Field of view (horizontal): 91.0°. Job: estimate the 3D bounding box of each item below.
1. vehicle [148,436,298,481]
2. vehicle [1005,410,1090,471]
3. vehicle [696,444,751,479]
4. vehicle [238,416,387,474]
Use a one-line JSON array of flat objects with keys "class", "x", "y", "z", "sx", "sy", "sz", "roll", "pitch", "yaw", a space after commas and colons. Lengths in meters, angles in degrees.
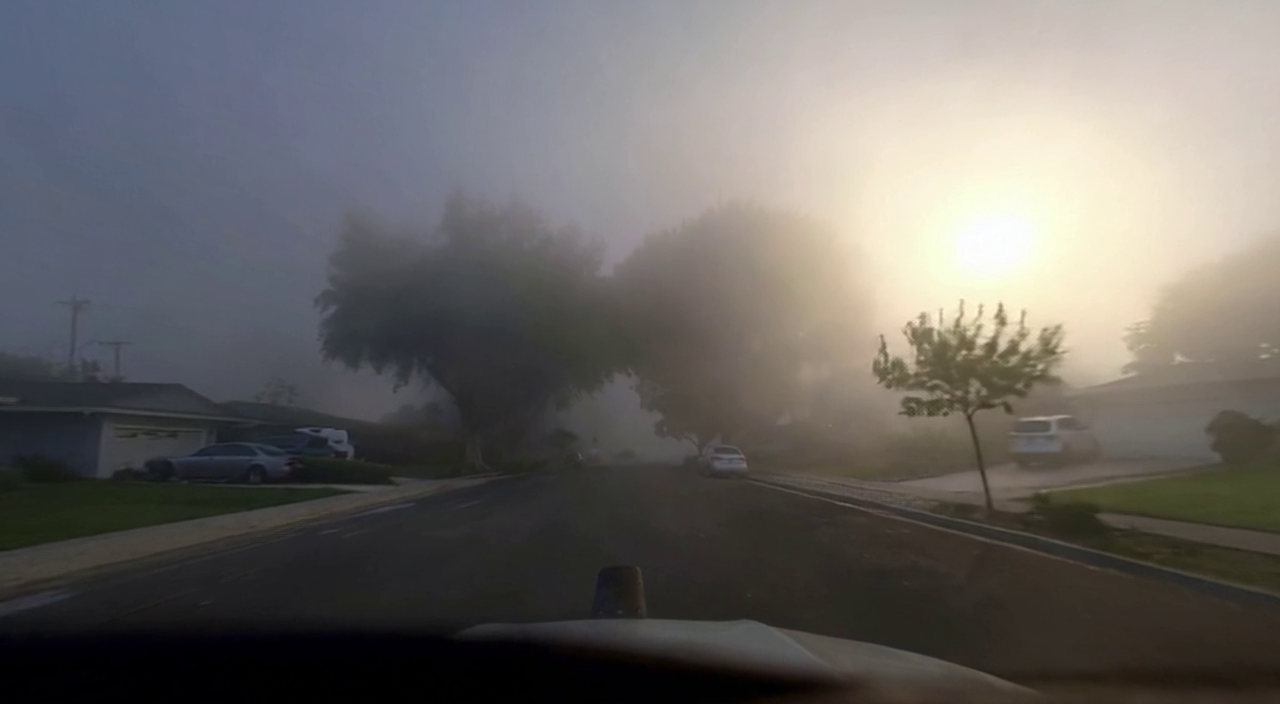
[{"class": "vehicle", "x": -15.825, "y": 4.044, "z": 24.146, "sx": 2.018, "sy": 1.534, "sz": 4.253, "roll": -5, "pitch": -10, "yaw": 27}, {"class": "vehicle", "x": 14.820, "y": 3.234, "z": 22.939, "sx": 2.222, "sy": 1.963, "sz": 4.670, "roll": -6, "pitch": -10, "yaw": 32}, {"class": "vehicle", "x": 3.833, "y": 5.106, "z": 29.611, "sx": 2.011, "sy": 1.521, "sz": 4.292, "roll": 0, "pitch": -9, "yaw": 1}, {"class": "vehicle", "x": -16.805, "y": 4.830, "z": 32.478, "sx": 6.381, "sy": 2.645, "sz": 2.703, "roll": -3, "pitch": -9, "yaw": 10}]
